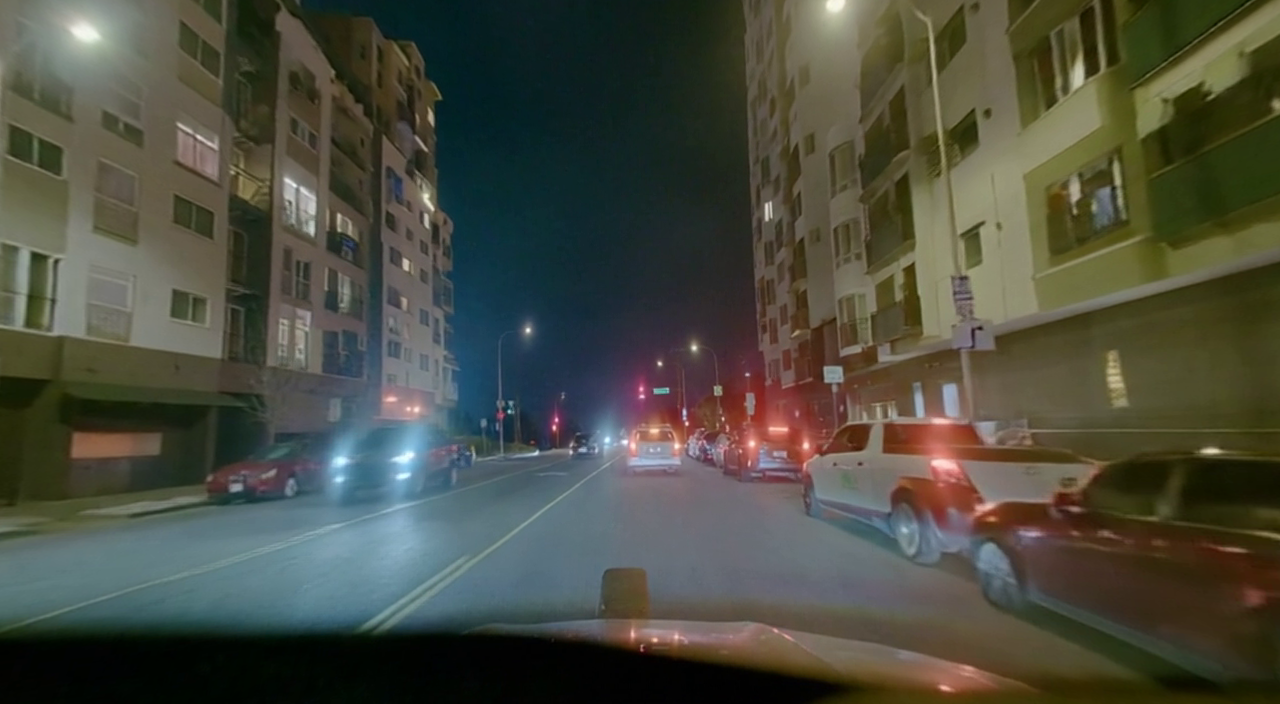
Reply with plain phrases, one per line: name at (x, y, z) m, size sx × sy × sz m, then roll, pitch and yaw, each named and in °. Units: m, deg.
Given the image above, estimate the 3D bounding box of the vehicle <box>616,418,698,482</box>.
vehicle at (0.486, 3.021, 19.501) m, size 2.261 × 1.740 × 4.065 m, roll 0°, pitch -8°, yaw 1°

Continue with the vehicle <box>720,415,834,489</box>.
vehicle at (3.674, 2.814, 17.920) m, size 2.158 × 1.828 × 4.573 m, roll 0°, pitch -8°, yaw -1°

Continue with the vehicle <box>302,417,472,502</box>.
vehicle at (-6.211, 2.725, 16.320) m, size 2.345 × 1.831 × 4.828 m, roll 0°, pitch -8°, yaw 1°

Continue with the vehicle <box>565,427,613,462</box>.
vehicle at (-2.681, 5.015, 34.044) m, size 2.219 × 1.746 × 4.197 m, roll 0°, pitch -8°, yaw 0°

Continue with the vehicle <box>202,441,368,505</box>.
vehicle at (-9.289, 3.158, 17.007) m, size 2.021 × 1.474 × 4.337 m, roll 0°, pitch -8°, yaw -1°

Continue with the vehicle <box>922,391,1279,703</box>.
vehicle at (3.562, 1.047, 3.524) m, size 2.033 × 1.470 × 4.502 m, roll -1°, pitch -8°, yaw 3°
